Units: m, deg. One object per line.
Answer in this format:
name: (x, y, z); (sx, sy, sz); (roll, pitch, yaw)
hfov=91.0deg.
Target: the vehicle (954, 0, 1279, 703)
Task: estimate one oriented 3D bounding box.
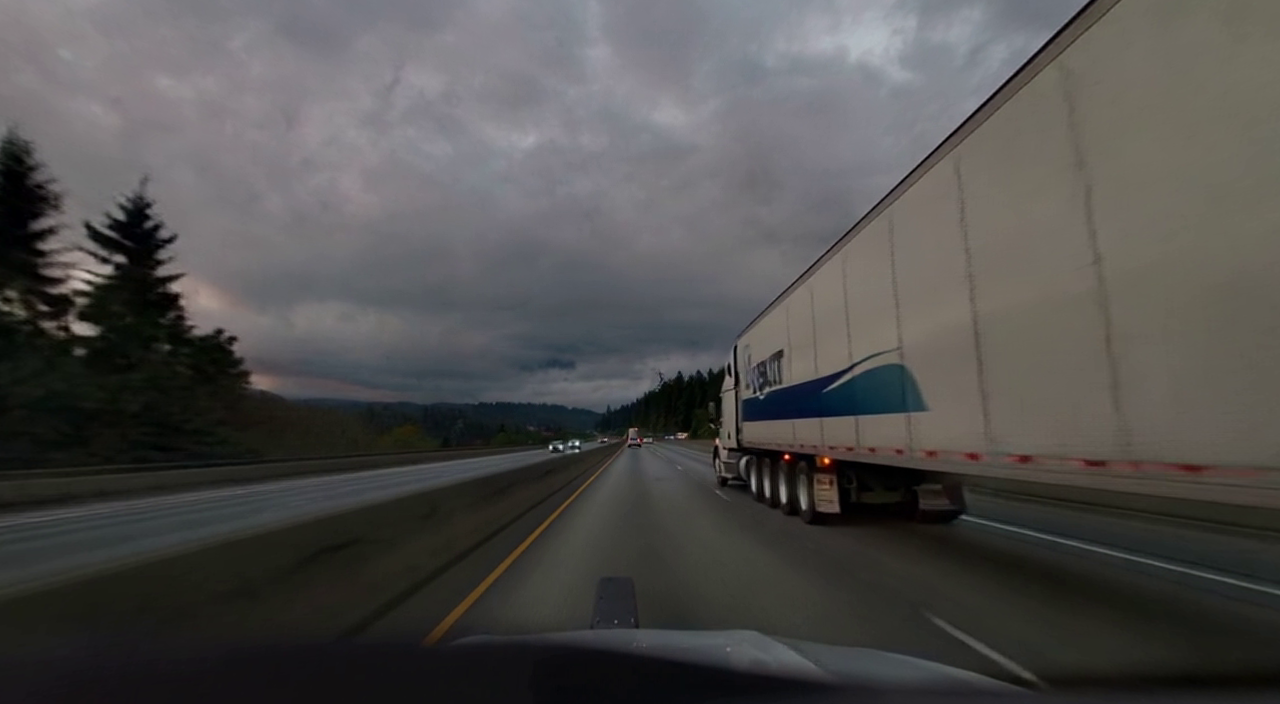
vehicle: (4.018, -0.587, 0.477); (3.006, 3.850, 8.310); (0, -8, -1)
